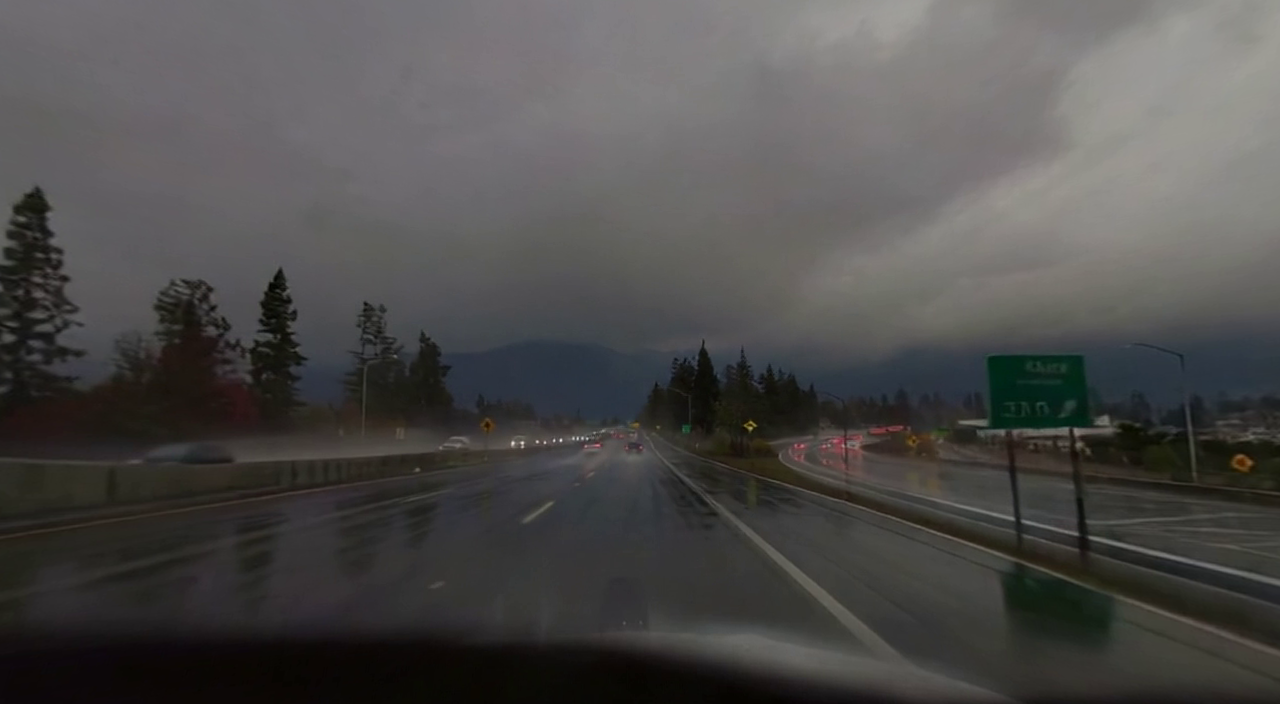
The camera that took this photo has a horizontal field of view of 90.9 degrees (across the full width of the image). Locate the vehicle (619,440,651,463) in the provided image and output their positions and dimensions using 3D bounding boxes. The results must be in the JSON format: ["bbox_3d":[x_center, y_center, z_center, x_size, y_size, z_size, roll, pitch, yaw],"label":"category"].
[{"bbox_3d":[-0.321,6.920,44.023,2.100,1.471,3.956,0,-8,0],"label":"vehicle"}]

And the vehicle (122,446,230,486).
[{"bbox_3d":[-17.029,4.163,23.351,1.457,1.357,3.245,0,-8,1],"label":"vehicle"}]

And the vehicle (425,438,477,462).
[{"bbox_3d":[-13.069,6.811,43.920,2.289,1.607,4.231,0,-8,0],"label":"vehicle"}]

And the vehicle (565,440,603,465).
[{"bbox_3d":[-3.596,6.487,41.069,2.067,1.509,4.551,0,-8,0],"label":"vehicle"}]
